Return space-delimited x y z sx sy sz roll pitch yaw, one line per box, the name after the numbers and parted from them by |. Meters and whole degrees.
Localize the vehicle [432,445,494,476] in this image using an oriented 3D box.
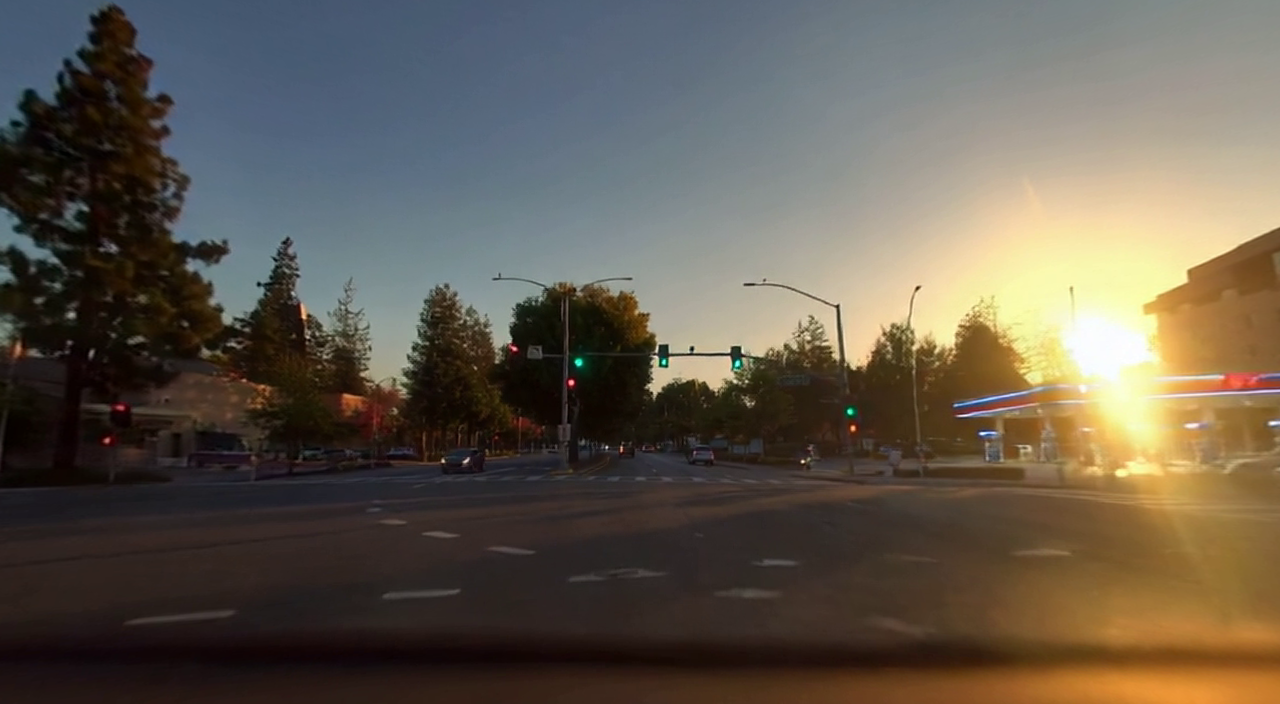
-9.551 5.896 34.428 2.029 1.452 4.598 -3 -9 0 | vehicle
